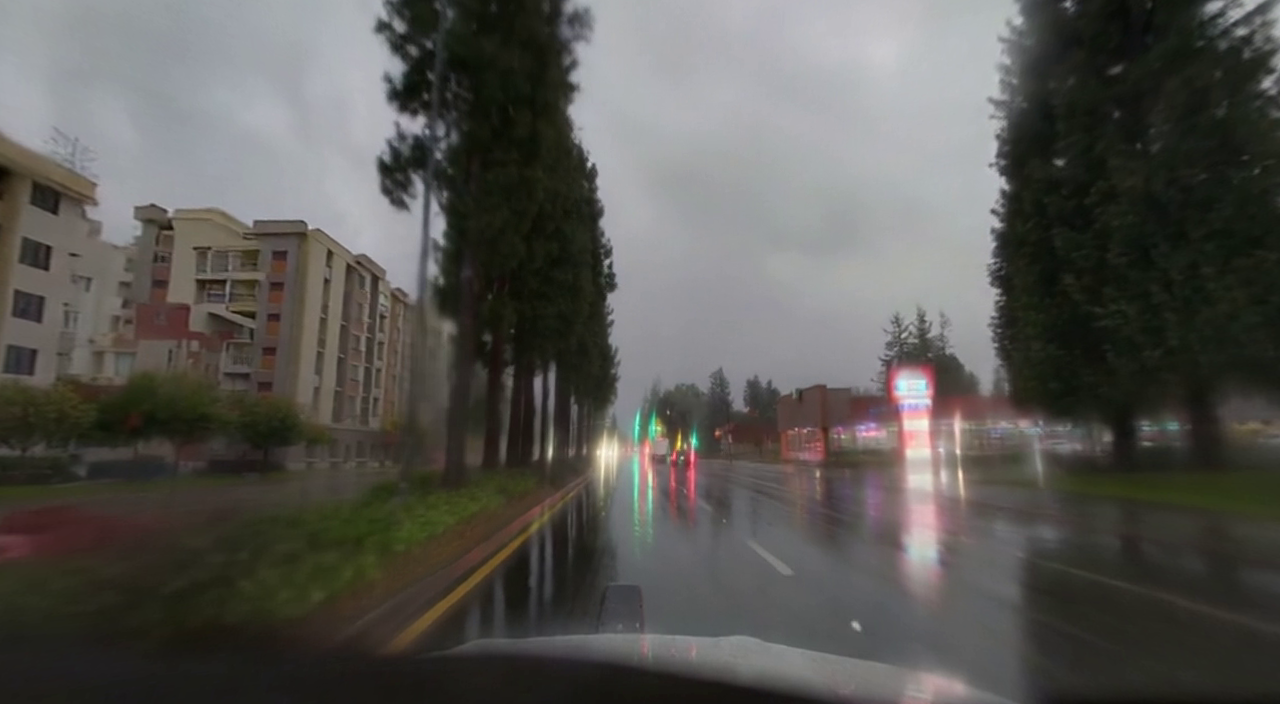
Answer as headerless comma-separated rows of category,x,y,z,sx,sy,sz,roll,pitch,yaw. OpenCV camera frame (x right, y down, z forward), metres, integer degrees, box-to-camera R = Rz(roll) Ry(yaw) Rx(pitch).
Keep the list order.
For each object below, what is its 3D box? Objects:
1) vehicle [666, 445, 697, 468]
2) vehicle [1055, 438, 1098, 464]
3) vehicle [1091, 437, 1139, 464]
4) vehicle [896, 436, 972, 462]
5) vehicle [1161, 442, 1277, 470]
vehicle,3.156,8.078,49.066,2.041,1.531,4.236,1,-8,-1
vehicle,34.155,7.692,49.524,2.181,1.901,4.222,-4,-9,28
vehicle,36.738,7.612,48.981,2.160,1.948,4.256,-3,-9,27
vehicle,20.619,6.822,44.420,4.210,1.727,2.227,1,-8,-8
vehicle,34.872,6.204,38.175,1.853,1.552,4.707,4,-9,-30
